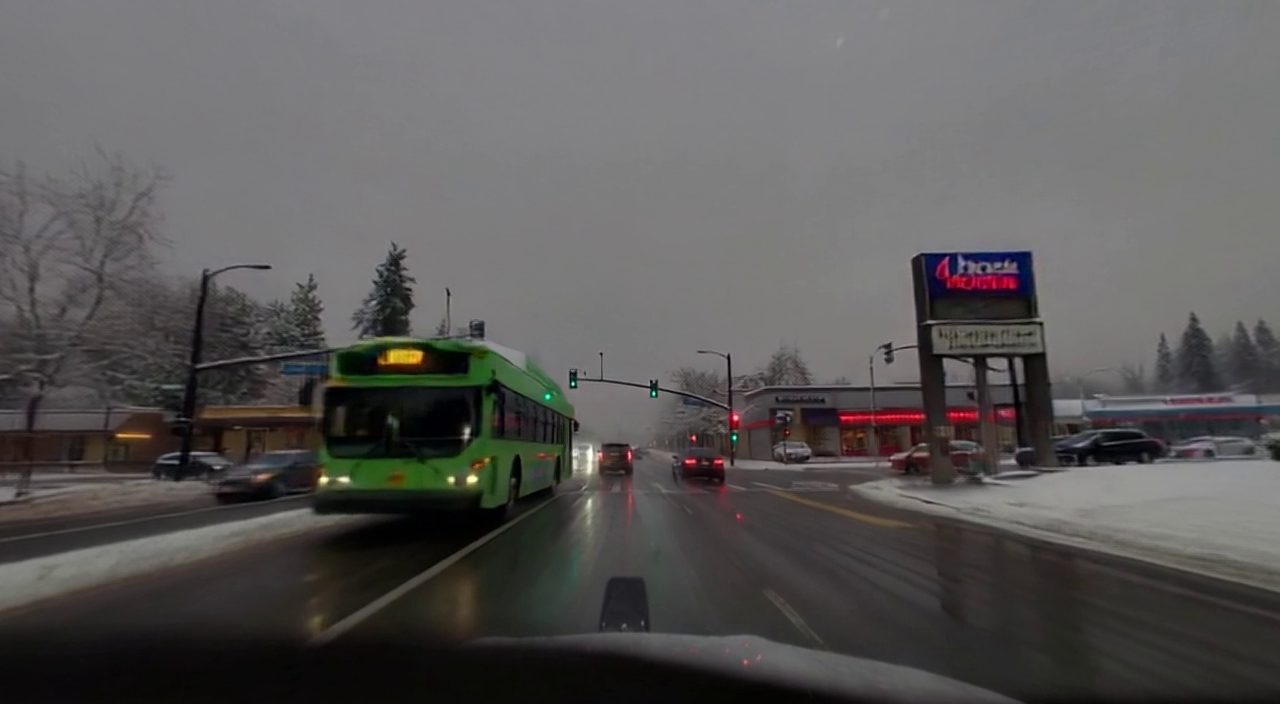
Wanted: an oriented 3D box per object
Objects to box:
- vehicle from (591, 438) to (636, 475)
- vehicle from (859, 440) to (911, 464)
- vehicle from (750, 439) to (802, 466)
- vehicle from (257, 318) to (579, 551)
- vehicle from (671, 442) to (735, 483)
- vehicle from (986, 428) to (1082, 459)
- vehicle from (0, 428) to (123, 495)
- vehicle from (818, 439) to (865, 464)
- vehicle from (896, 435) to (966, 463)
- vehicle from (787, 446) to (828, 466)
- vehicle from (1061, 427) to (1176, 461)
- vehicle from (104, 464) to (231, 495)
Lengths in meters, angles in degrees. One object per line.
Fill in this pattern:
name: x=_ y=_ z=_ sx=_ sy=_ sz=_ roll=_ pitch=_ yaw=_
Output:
vehicle: x=-1.475 y=5.629 z=34.278 sx=2.301 sy=1.837 sz=4.411 roll=0 pitch=-9 yaw=-3
vehicle: x=19.183 y=7.832 z=49.507 sx=2.143 sy=1.731 sz=4.290 roll=0 pitch=-9 yaw=-3
vehicle: x=10.528 y=7.835 z=49.151 sx=2.304 sy=1.907 sz=4.844 roll=1 pitch=-9 yaw=-8
vehicle: x=-3.719 y=2.153 z=15.752 sx=3.018 sy=3.217 sz=13.998 roll=0 pitch=-9 yaw=0
vehicle: x=2.541 y=4.587 z=26.483 sx=2.046 sy=1.540 sz=3.883 roll=0 pitch=-9 yaw=-4
vehicle: x=30.297 y=7.087 z=48.581 sx=5.954 sy=2.283 sz=2.137 roll=0 pitch=-9 yaw=-1
vehicle: x=-34.230 y=5.828 z=33.397 sx=10.321 sy=3.275 sz=3.158 roll=0 pitch=-10 yaw=-4
vehicle: x=15.805 y=7.840 z=49.700 sx=2.020 sy=1.796 sz=4.600 roll=0 pitch=-9 yaw=-2
vehicle: x=22.766 y=7.582 z=49.631 sx=2.384 sy=1.959 sz=5.372 roll=-2 pitch=-8 yaw=-7
vehicle: x=12.982 y=8.097 z=49.108 sx=1.860 sy=1.443 sz=3.772 roll=0 pitch=-9 yaw=-5
vehicle: x=34.804 y=6.686 z=45.934 sx=6.271 sy=2.145 sz=2.510 roll=-2 pitch=-8 yaw=-2
vehicle: x=-24.528 y=6.631 z=32.854 sx=4.868 sy=1.434 sz=2.115 roll=0 pitch=-8 yaw=0
